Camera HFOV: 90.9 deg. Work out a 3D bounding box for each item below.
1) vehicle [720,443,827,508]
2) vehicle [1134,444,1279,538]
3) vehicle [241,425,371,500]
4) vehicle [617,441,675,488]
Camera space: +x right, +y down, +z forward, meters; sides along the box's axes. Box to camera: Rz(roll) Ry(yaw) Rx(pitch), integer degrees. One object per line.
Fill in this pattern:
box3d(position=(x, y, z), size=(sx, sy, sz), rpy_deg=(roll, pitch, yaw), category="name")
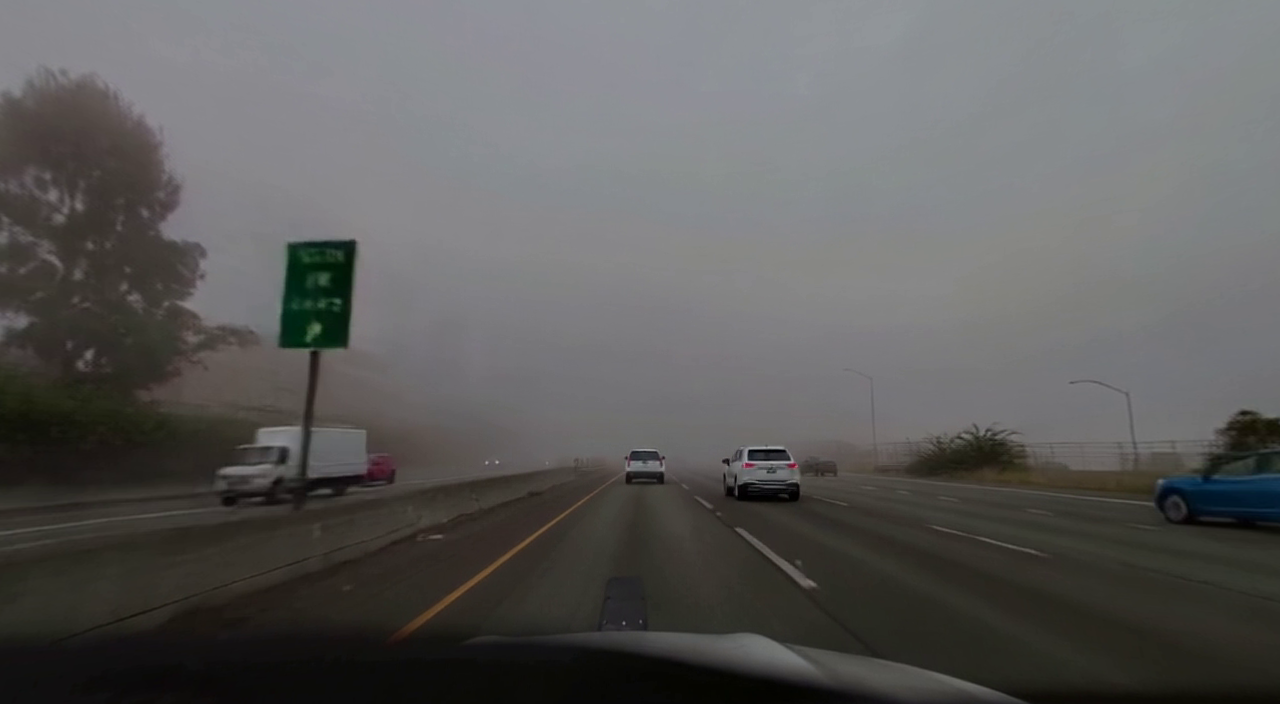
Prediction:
box3d(position=(3.561, 3.366, 17.677), size=(2.042, 1.592, 4.047), rpy_deg=(0, -8, -1), category="vehicle")
box3d(position=(10.963, 2.248, 10.372), size=(2.027, 1.446, 4.470), rpy_deg=(0, -8, 0), category="vehicle")
box3d(position=(-14.206, 4.726, 27.378), size=(2.335, 2.870, 5.786), rpy_deg=(0, -8, 1), category="vehicle")
box3d(position=(0.252, 4.811, 27.363), size=(2.290, 1.862, 4.454), rpy_deg=(0, -8, 1), category="vehicle")
